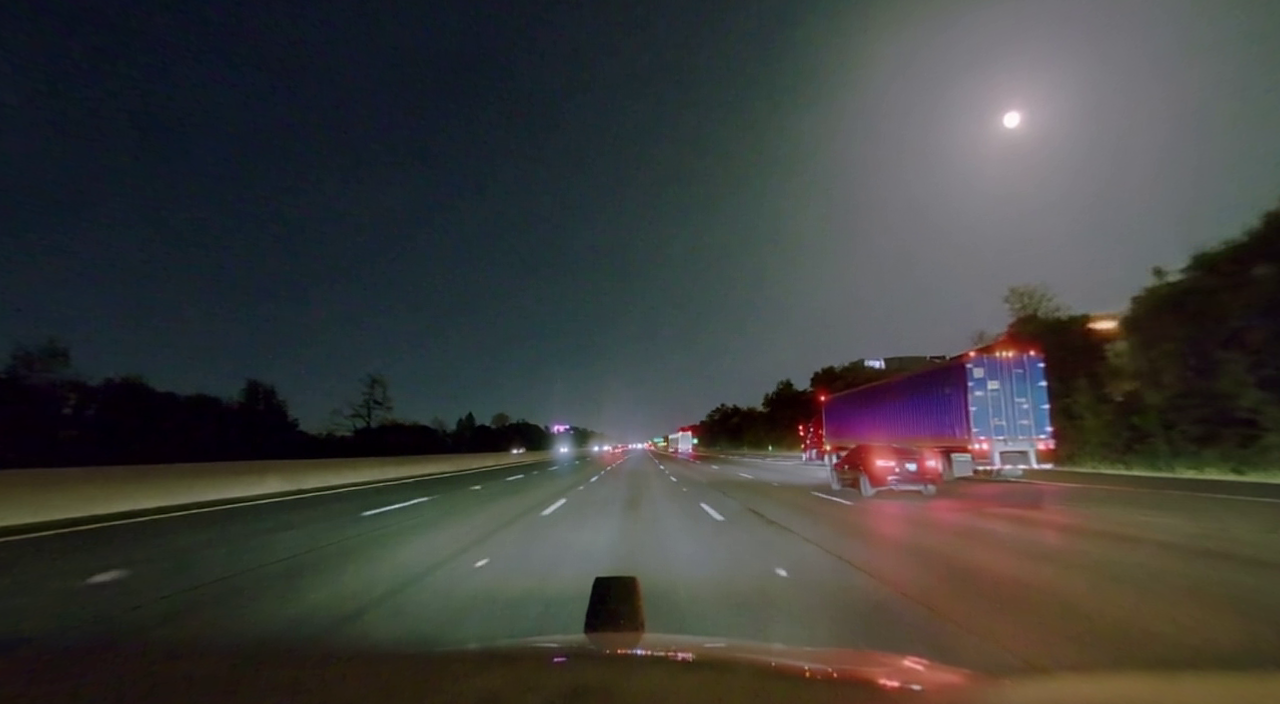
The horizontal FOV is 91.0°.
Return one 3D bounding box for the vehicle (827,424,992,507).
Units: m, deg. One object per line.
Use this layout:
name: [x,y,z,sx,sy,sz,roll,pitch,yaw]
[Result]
vehicle: [6.498,2.800,15.920,2.096,1.767,4.601,0,-9,0]
